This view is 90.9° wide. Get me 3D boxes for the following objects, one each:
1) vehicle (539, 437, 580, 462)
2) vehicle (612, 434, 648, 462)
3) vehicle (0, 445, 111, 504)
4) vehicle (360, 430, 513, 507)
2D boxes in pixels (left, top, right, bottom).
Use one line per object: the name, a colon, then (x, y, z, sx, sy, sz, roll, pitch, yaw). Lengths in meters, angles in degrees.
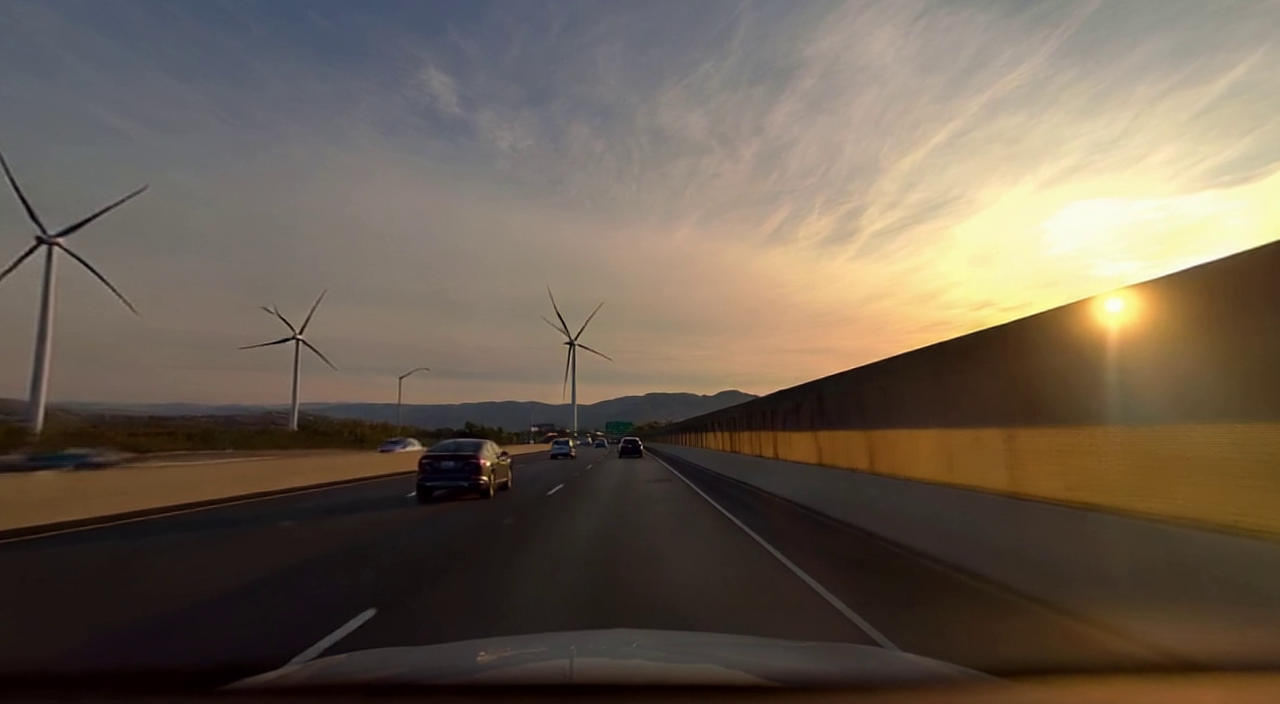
vehicle: (-4.884, 5.938, 38.645, 2.059, 1.436, 3.802, 0, -8, -1)
vehicle: (-0.588, 5.667, 37.442, 2.027, 1.550, 3.607, 0, -8, -1)
vehicle: (-18.070, 3.472, 18.174, 2.043, 1.488, 4.151, 0, -8, -1)
vehicle: (-4.403, 2.578, 14.532, 1.998, 1.468, 4.635, 0, -8, 0)
